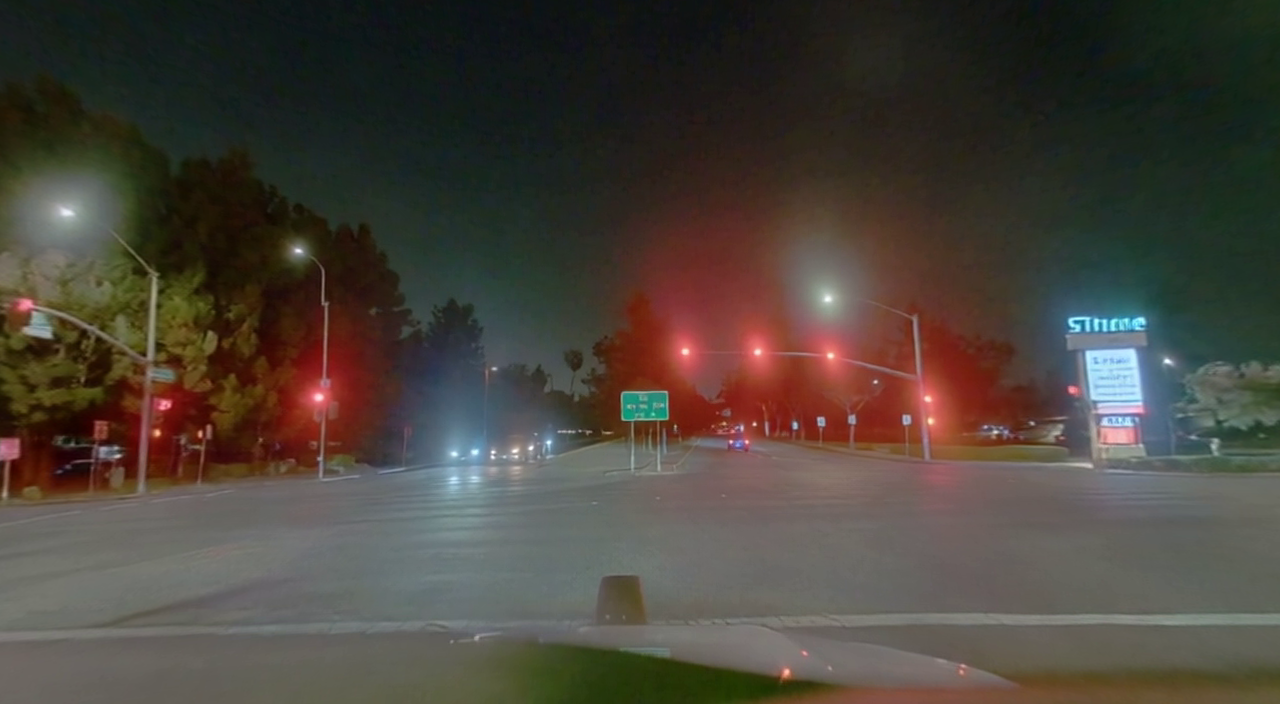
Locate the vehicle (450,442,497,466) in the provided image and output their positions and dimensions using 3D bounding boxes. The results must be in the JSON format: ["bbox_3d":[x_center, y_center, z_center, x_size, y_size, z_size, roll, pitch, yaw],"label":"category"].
[{"bbox_3d":[-11.024,6.783,42.098,2.111,1.499,4.371,0,-9,-2],"label":"vehicle"}]

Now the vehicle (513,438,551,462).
[{"bbox_3d":[-7.307,6.714,43.182,1.920,1.546,4.086,0,-9,-1],"label":"vehicle"}]
